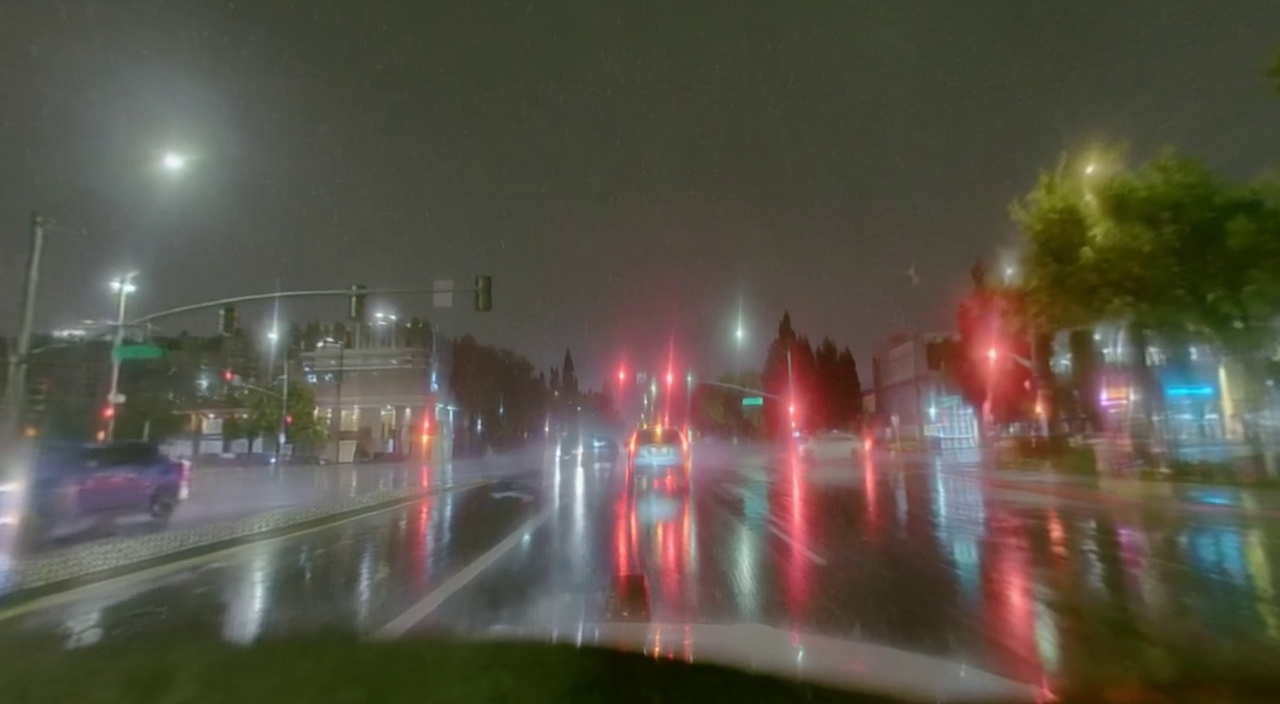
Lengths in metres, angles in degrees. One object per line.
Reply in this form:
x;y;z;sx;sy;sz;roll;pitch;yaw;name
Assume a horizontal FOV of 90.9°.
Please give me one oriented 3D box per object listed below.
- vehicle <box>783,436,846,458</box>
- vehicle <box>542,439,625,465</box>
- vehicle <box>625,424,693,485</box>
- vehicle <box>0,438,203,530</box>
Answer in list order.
12.371;6.764;44.906;3.963;1.480;1.774;0;-8;1;vehicle
-3.426;6.102;38.713;4.705;1.486;2.013;5;-10;-34;vehicle
0.588;3.327;20.687;1.994;1.759;4.186;0;-8;1;vehicle
-12.321;2.768;13.925;1.954;1.673;4.460;-1;-8;3;vehicle
